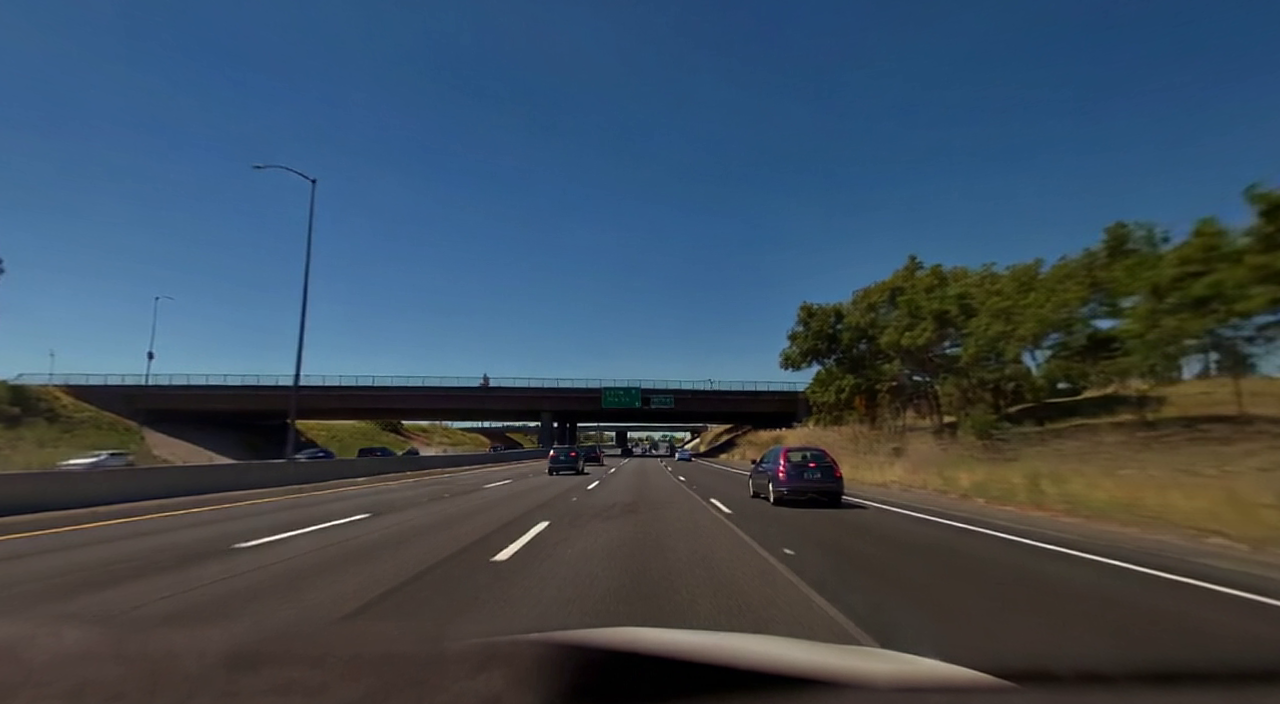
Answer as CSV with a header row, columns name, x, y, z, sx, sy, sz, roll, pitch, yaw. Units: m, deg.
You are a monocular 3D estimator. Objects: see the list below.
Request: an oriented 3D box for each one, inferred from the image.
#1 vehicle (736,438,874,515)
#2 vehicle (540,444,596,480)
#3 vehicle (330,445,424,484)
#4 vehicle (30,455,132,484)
name,x,y,z,sx,sy,sz,roll,pitch,yaw
vehicle,3.702,2.874,15.034,2.079,1.535,4.316,0,-9,0
vehicle,-3.317,5.157,29.818,2.072,1.545,4.687,0,-9,0
vehicle,-11.208,4.799,27.249,1.919,1.497,4.765,0,-9,1
vehicle,-32.337,6.780,36.626,1.818,1.503,4.333,0,-9,2
